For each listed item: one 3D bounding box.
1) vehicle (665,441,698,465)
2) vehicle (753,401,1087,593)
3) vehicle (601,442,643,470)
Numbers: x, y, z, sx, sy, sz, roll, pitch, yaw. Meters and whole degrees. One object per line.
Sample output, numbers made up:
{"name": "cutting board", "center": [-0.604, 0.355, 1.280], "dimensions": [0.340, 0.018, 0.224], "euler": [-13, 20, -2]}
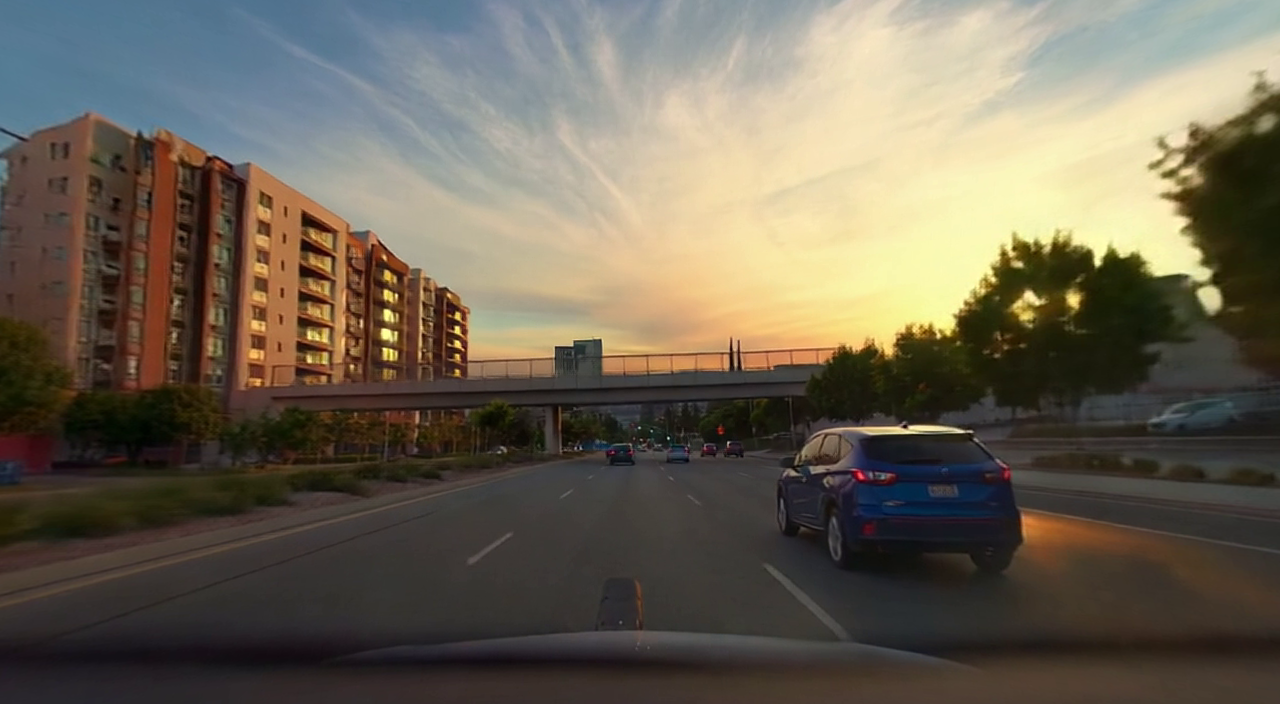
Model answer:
{"name": "vehicle", "center": [3.089, 7.611, 47.930], "dimensions": [2.165, 1.708, 3.928], "euler": [0, -8, -2]}
{"name": "vehicle", "center": [2.977, 1.662, 8.168], "dimensions": [2.130, 1.741, 4.665], "euler": [0, -8, 0]}
{"name": "vehicle", "center": [-0.992, 6.016, 36.748], "dimensions": [2.173, 1.498, 4.528], "euler": [0, -8, 1]}
